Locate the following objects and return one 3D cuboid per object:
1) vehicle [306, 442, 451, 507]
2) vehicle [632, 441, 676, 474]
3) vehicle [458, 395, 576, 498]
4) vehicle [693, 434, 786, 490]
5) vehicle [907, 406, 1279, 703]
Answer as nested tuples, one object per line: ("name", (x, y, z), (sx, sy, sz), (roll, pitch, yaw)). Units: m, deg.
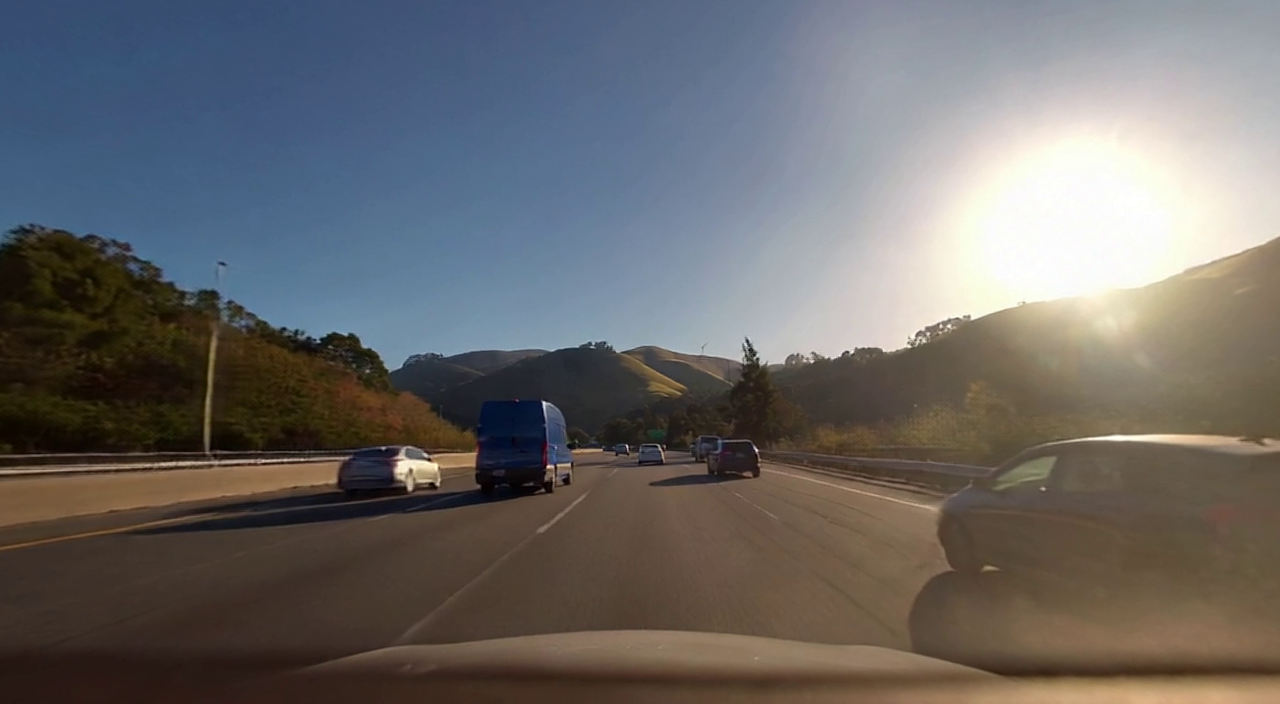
("vehicle", (-6.786, 3.201, 17.002), (1.964, 1.487, 4.417), (0, -9, 1))
("vehicle", (0.660, 5.306, 31.891), (2.054, 1.504, 3.890), (0, -9, 0))
("vehicle", (-3.488, 2.886, 19.360), (2.396, 2.664, 5.735), (0, -9, 0))
("vehicle", (3.189, 3.636, 21.224), (2.270, 1.660, 4.101), (0, -9, -3))
("vehicle", (3.946, 1.243, 4.531), (2.050, 1.491, 4.362), (0, -9, -1))
